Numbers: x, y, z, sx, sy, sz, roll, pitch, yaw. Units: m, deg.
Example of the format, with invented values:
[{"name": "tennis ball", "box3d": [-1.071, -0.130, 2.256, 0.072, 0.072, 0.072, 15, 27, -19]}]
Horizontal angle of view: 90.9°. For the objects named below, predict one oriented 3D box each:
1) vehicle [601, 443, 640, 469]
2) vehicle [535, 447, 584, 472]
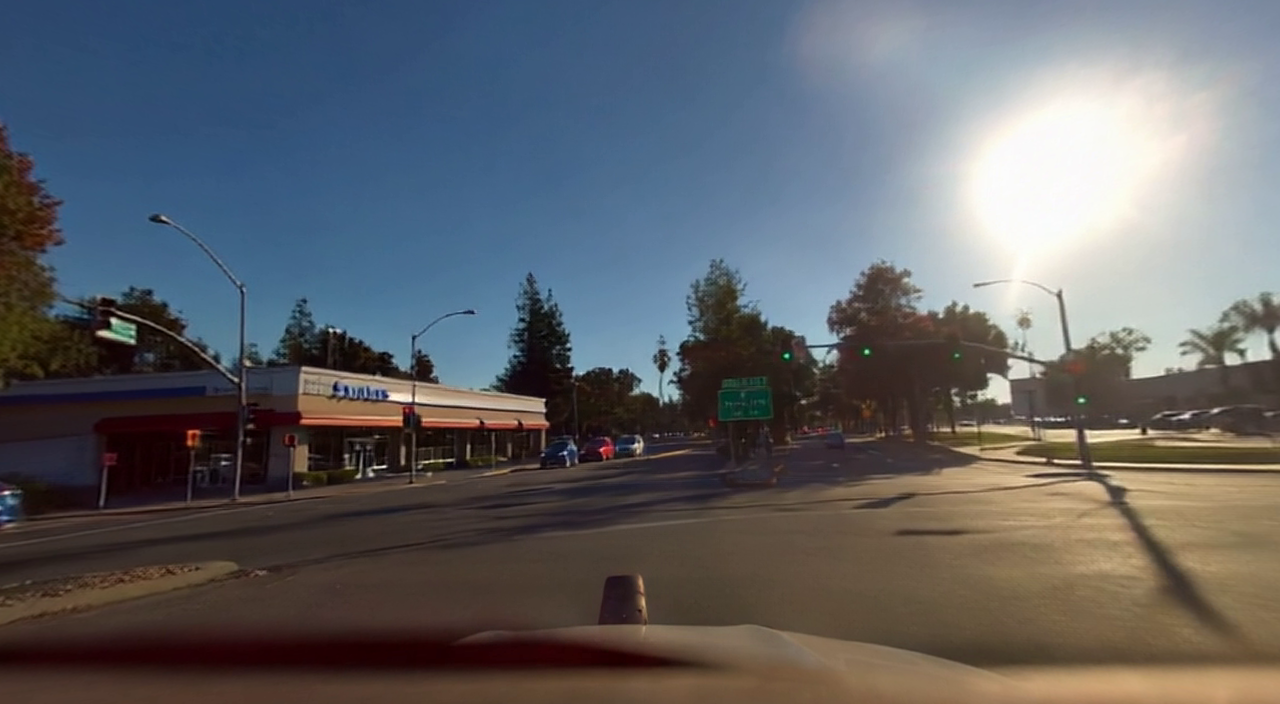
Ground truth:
[{"name": "vehicle", "box3d": [-1.211, 6.661, 40.556, 1.920, 1.546, 4.086, -1, -9, 7]}, {"name": "vehicle", "box3d": [-5.037, 6.800, 40.003, 2.111, 1.499, 4.371, -1, -9, 6]}]
